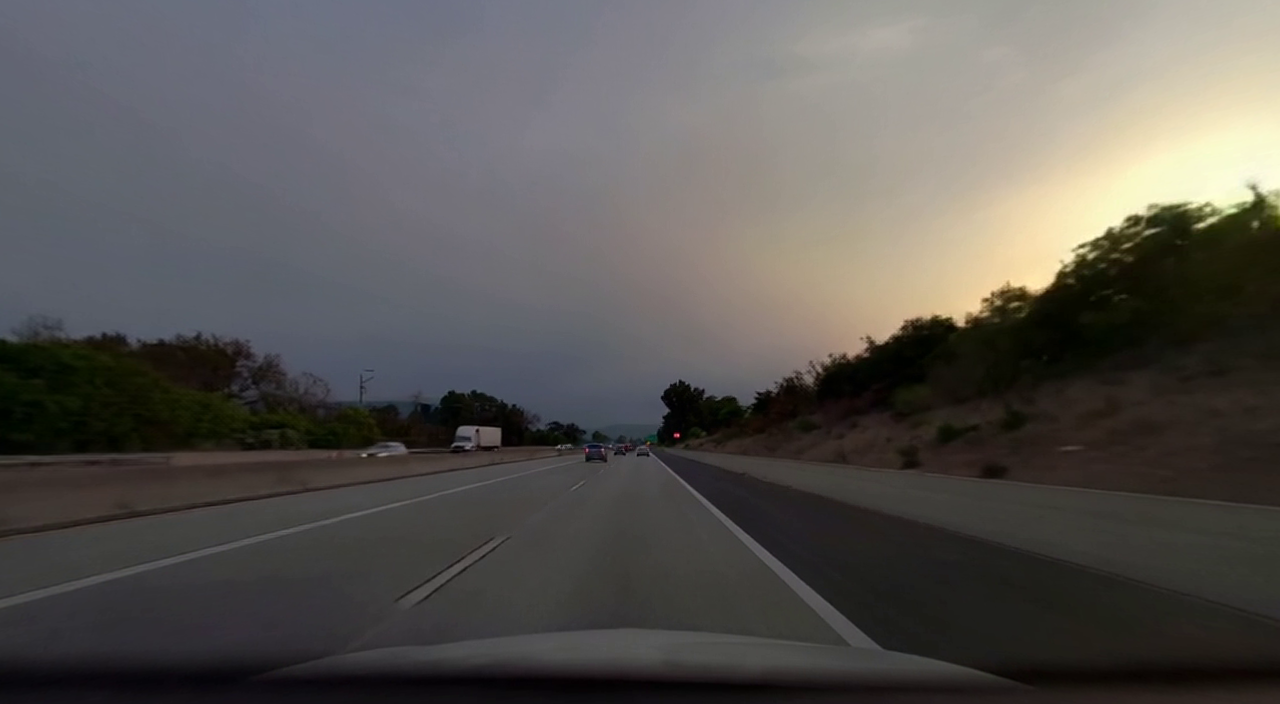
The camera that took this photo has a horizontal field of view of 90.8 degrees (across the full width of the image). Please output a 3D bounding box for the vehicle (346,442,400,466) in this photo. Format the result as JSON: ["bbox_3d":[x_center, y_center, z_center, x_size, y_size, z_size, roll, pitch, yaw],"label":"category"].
[{"bbox_3d":[-18.901,7.218,44.846,1.934,1.555,4.287,0,-9,1],"label":"vehicle"}]
